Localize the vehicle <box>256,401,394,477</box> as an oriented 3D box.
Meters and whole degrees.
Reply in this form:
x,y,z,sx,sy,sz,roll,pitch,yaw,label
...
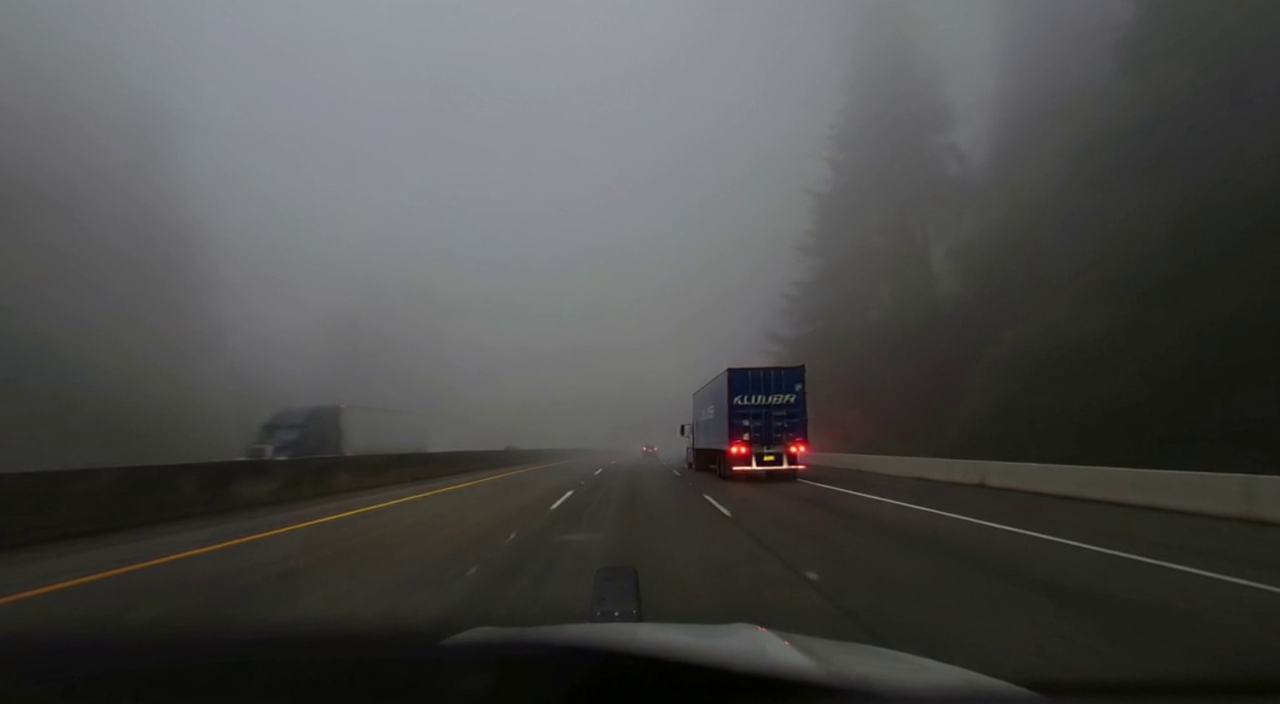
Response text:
x,y,z,sx,sy,sz,roll,pitch,yaw,label
-20.156,5.766,41.528,3.269,4.283,11.156,0,-8,0,vehicle

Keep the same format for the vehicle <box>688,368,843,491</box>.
x,y,z,sx,sy,sz,roll,pitch,yaw,label
4.054,3.034,24.007,3.306,3.531,11.717,0,-8,-1,vehicle
